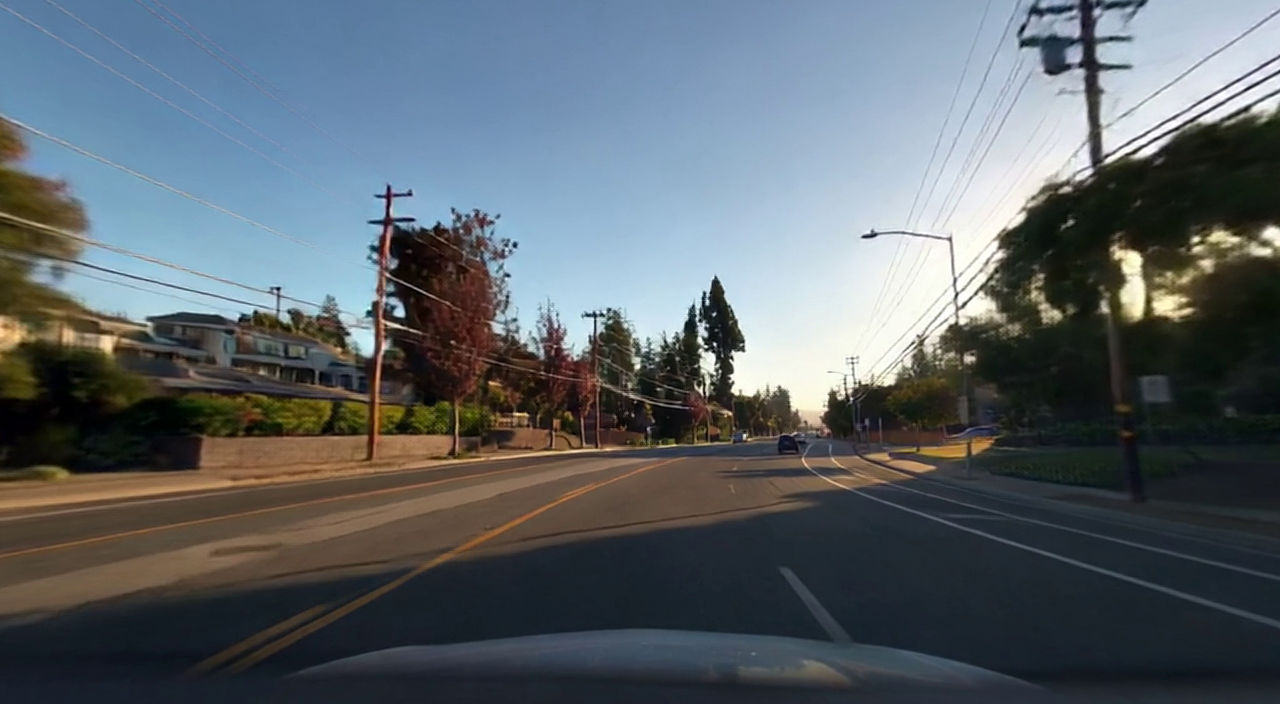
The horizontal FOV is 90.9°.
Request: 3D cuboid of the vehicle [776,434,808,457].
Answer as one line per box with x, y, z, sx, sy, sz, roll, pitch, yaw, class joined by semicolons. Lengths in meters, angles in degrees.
10.152;6.276;42.234;1.982;1.451;4.152;-2;-9;12;vehicle
